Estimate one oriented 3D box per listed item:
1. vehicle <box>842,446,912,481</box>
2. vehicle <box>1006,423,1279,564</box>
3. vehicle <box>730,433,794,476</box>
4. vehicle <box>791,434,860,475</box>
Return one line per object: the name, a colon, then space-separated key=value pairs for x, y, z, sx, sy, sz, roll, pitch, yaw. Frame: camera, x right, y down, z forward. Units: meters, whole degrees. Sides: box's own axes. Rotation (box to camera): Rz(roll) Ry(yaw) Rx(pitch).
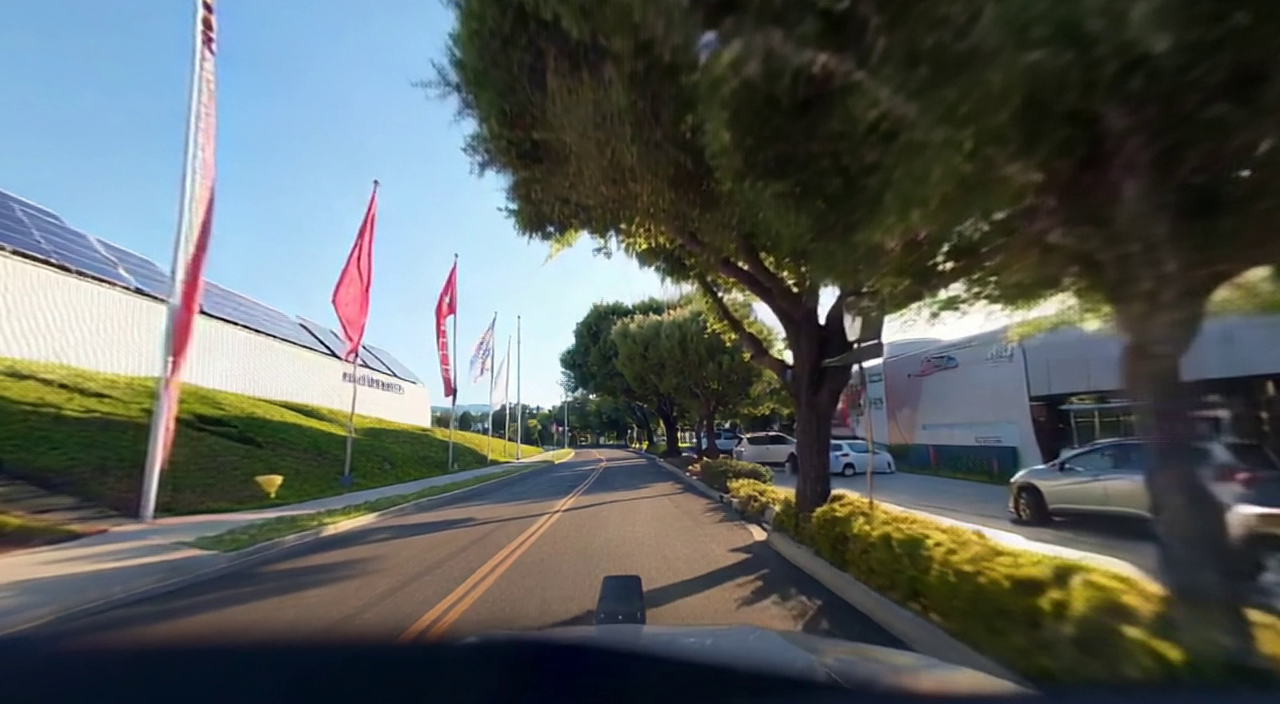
vehicle: x=10.992 y=5.159 z=29.445 sx=1.819 sy=1.494 sz=3.834 roll=-1 pitch=-9 yaw=1
vehicle: x=9.182 y=2.333 z=11.194 sx=2.113 sy=1.945 sz=4.546 roll=1 pitch=-9 yaw=-8
vehicle: x=5.698 y=4.847 z=29.872 sx=1.977 sy=1.860 sz=4.237 roll=0 pitch=-9 yaw=-2
vehicle: x=8.482 y=4.716 z=29.179 sx=1.924 sy=1.713 sz=4.627 roll=-1 pitch=-9 yaw=2
